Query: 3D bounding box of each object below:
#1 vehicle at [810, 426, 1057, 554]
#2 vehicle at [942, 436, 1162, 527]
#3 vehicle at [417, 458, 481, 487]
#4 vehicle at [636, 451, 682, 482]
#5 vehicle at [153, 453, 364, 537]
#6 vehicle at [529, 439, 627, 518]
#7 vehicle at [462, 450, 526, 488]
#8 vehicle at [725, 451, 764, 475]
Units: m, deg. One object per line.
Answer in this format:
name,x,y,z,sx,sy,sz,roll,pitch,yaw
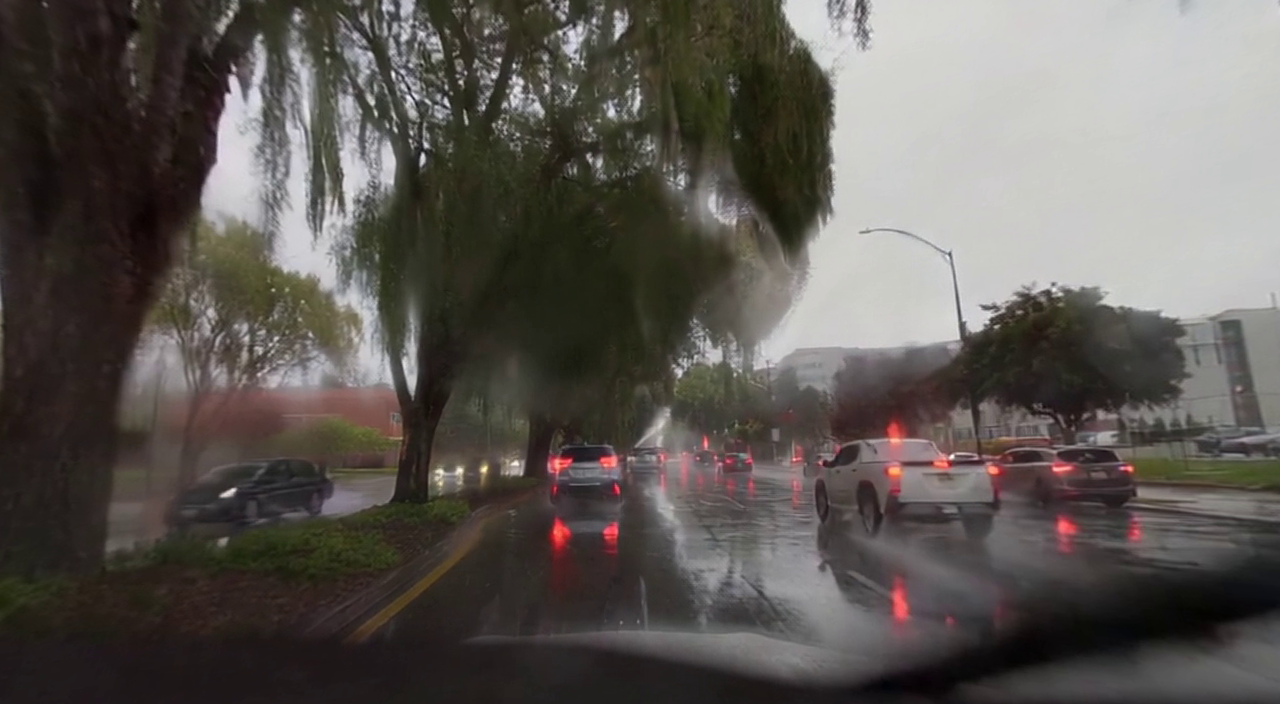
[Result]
vehicle,4.581,2.208,10.831,2.220,1.715,4.335,0,-8,2
vehicle,8.865,2.787,14.206,2.168,1.709,4.289,-1,-8,3
vehicle,-10.861,6.865,36.215,2.126,1.434,4.305,-1,-8,3
vehicle,0.969,5.746,31.927,2.161,1.445,3.772,0,-8,2
vehicle,-8.054,3.004,13.908,1.966,1.489,4.099,0,-8,2
vehicle,-1.441,3.001,15.516,2.106,1.655,3.717,0,-8,-3
vehicle,-7.372,5.911,32.352,2.026,1.755,4.430,-1,-8,3
vehicle,6.906,7.402,42.274,2.175,1.477,4.520,-1,-8,5
